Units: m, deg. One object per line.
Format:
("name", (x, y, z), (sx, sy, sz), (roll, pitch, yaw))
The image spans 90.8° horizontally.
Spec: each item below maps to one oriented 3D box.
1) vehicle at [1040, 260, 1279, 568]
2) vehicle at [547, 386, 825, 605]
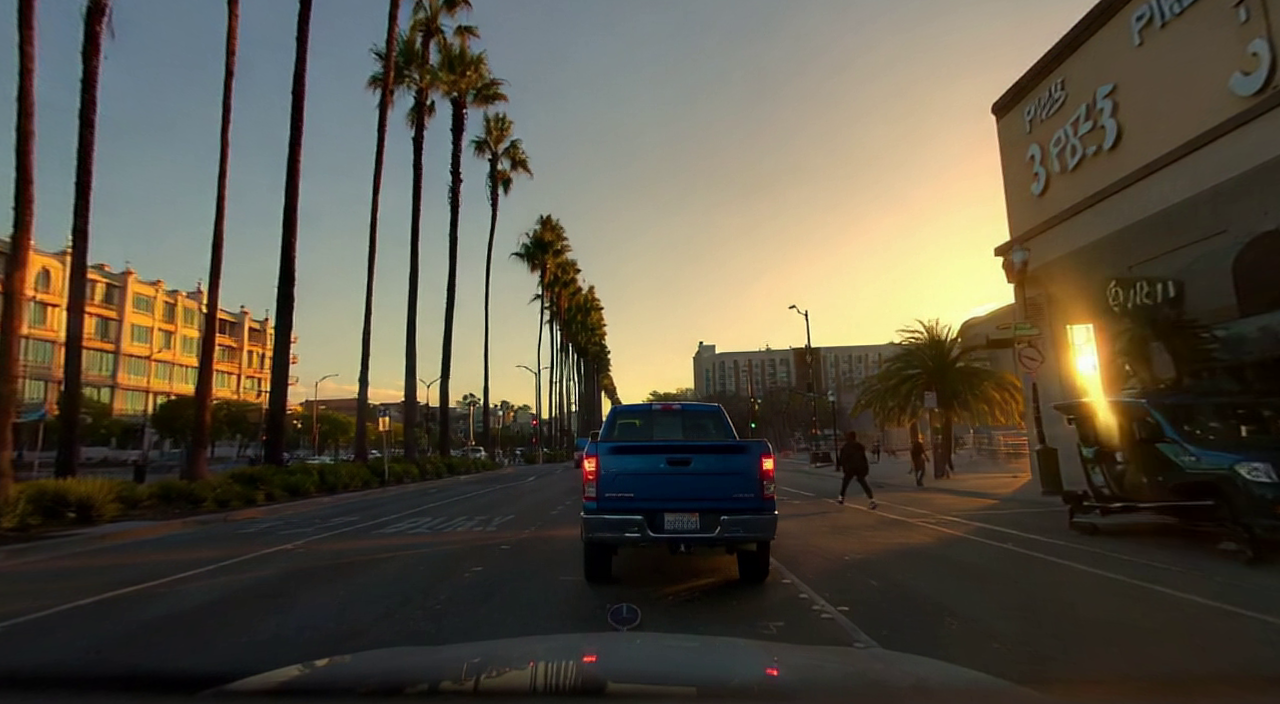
("vehicle", (7.913, 0.875, 8.586), (2.666, 3.345, 3.622), (-1, -9, 8))
("vehicle", (0.407, 1.586, 7.972), (2.311, 1.819, 5.255), (0, -8, 1))
